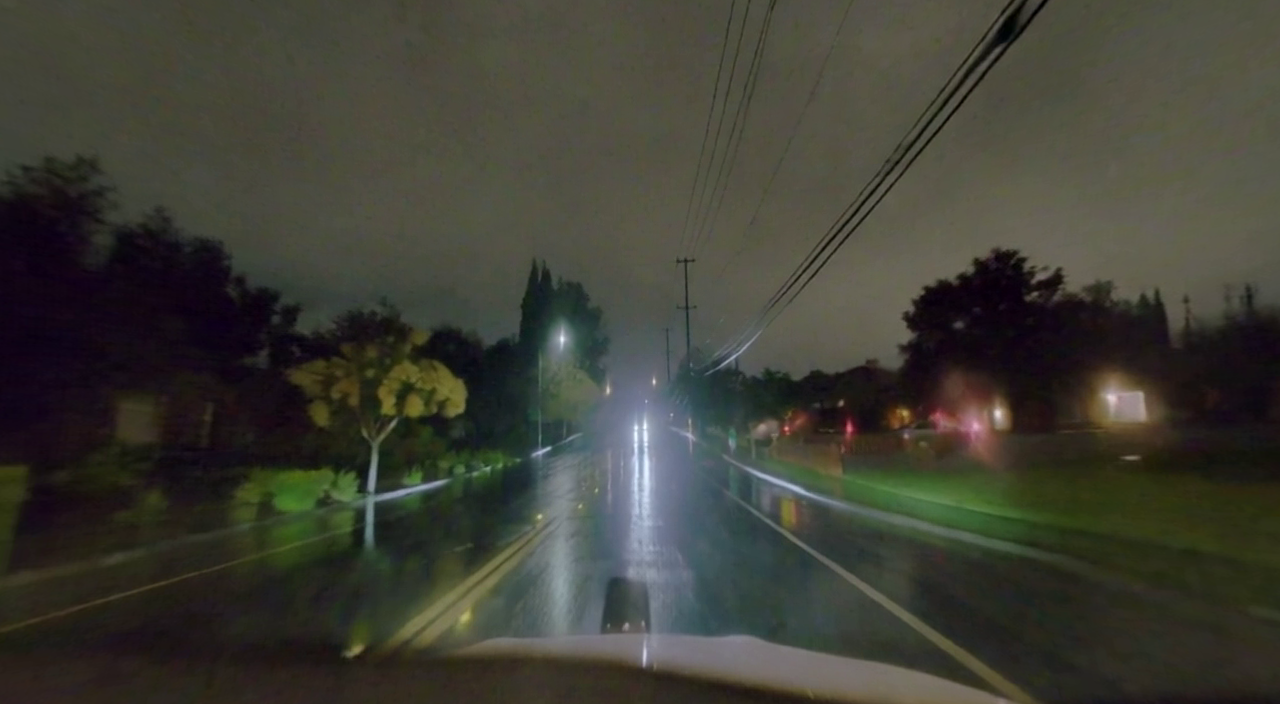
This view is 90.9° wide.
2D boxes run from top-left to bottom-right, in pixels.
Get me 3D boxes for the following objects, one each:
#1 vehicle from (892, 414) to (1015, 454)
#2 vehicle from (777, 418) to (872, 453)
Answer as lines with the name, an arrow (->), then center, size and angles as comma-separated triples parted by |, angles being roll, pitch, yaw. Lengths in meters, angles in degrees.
vehicle -> 15.065, 4.025, 30.562 | 5.046, 1.548, 2.174 | -7, -11, 24
vehicle -> 10.641, 4.845, 36.357 | 4.707, 1.794, 2.303 | -7, -9, 29
